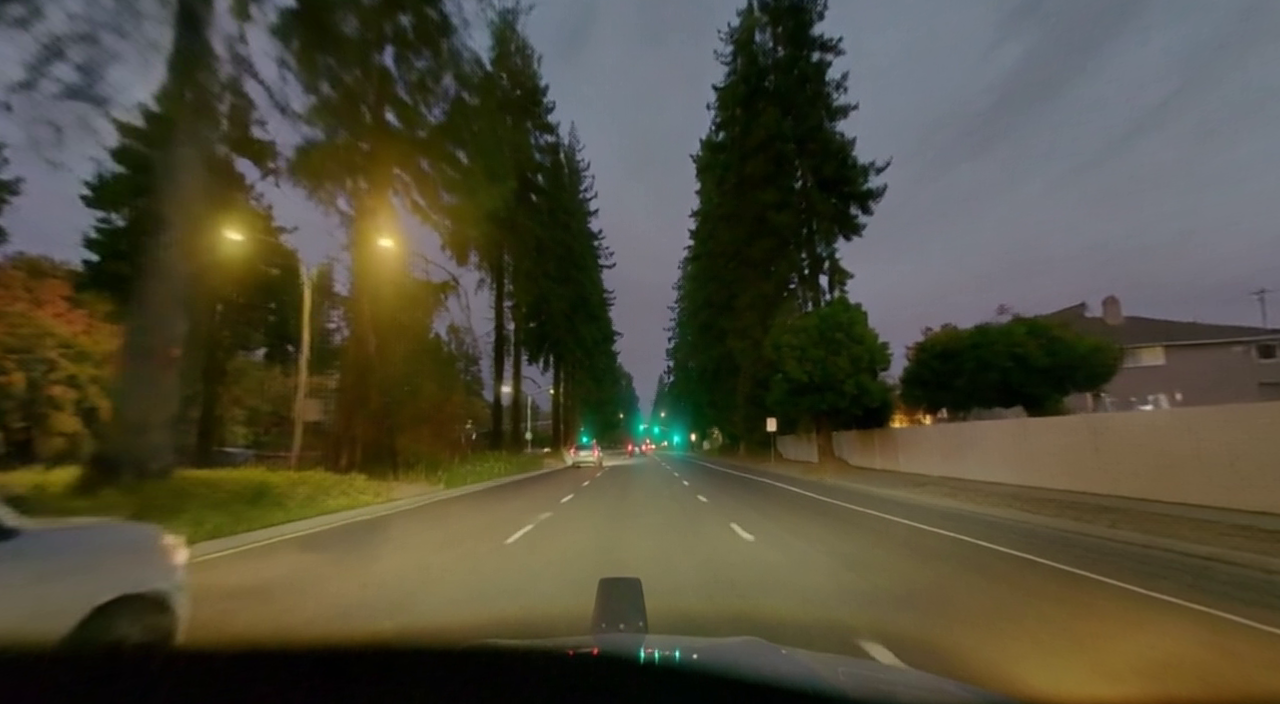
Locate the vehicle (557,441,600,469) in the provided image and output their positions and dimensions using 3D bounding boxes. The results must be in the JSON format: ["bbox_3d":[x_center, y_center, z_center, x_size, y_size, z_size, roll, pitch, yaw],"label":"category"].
[{"bbox_3d":[-3.500,5.987,36.821,2.021,1.466,4.330,0,-9,1],"label":"vehicle"}]

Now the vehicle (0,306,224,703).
[{"bbox_3d":[-3.139,0.491,0.748,2.058,1.671,4.704,0,-8,0],"label":"vehicle"}]
